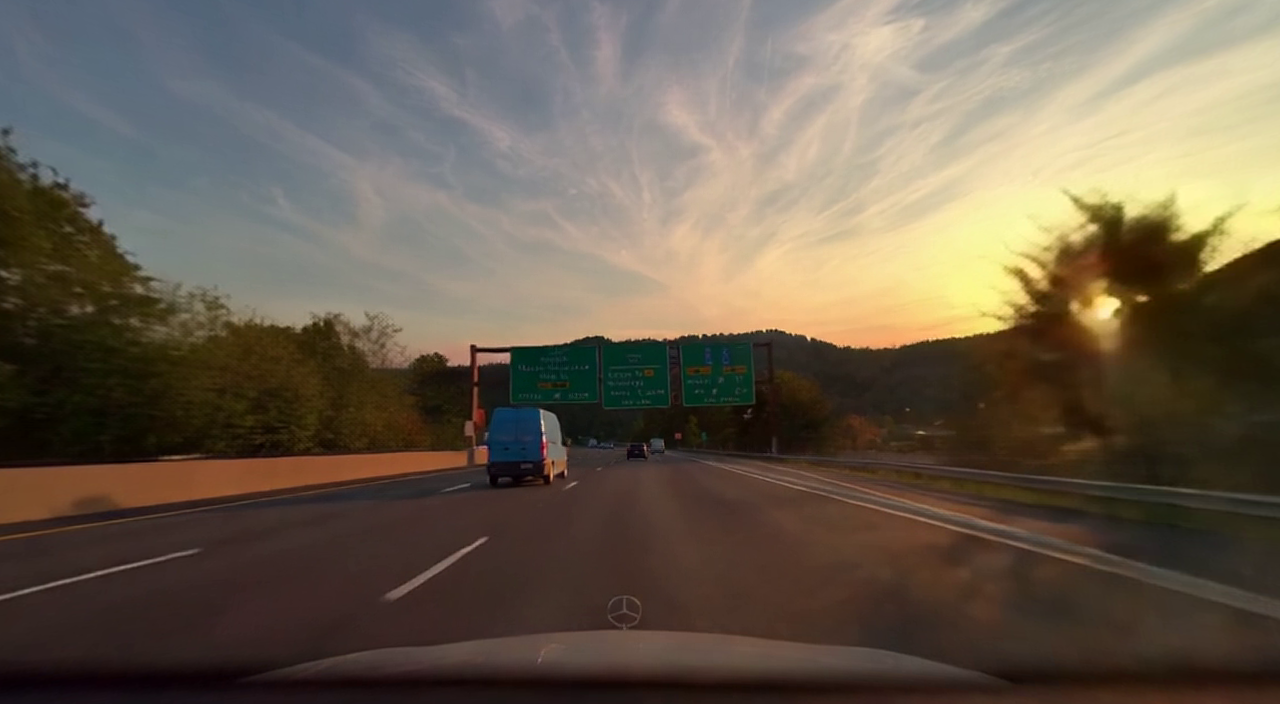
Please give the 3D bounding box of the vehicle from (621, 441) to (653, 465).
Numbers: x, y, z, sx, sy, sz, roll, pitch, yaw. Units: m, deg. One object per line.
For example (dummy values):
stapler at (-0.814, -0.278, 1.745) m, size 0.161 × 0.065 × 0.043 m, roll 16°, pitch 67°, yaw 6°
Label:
vehicle at (-0.214, 7.204, 45.093) m, size 2.183 × 1.662 × 3.968 m, roll 0°, pitch -9°, yaw 0°

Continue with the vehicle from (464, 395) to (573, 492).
vehicle at (-3.768, 3.049, 20.988) m, size 2.382 × 2.736 × 5.982 m, roll 0°, pitch -9°, yaw 1°
